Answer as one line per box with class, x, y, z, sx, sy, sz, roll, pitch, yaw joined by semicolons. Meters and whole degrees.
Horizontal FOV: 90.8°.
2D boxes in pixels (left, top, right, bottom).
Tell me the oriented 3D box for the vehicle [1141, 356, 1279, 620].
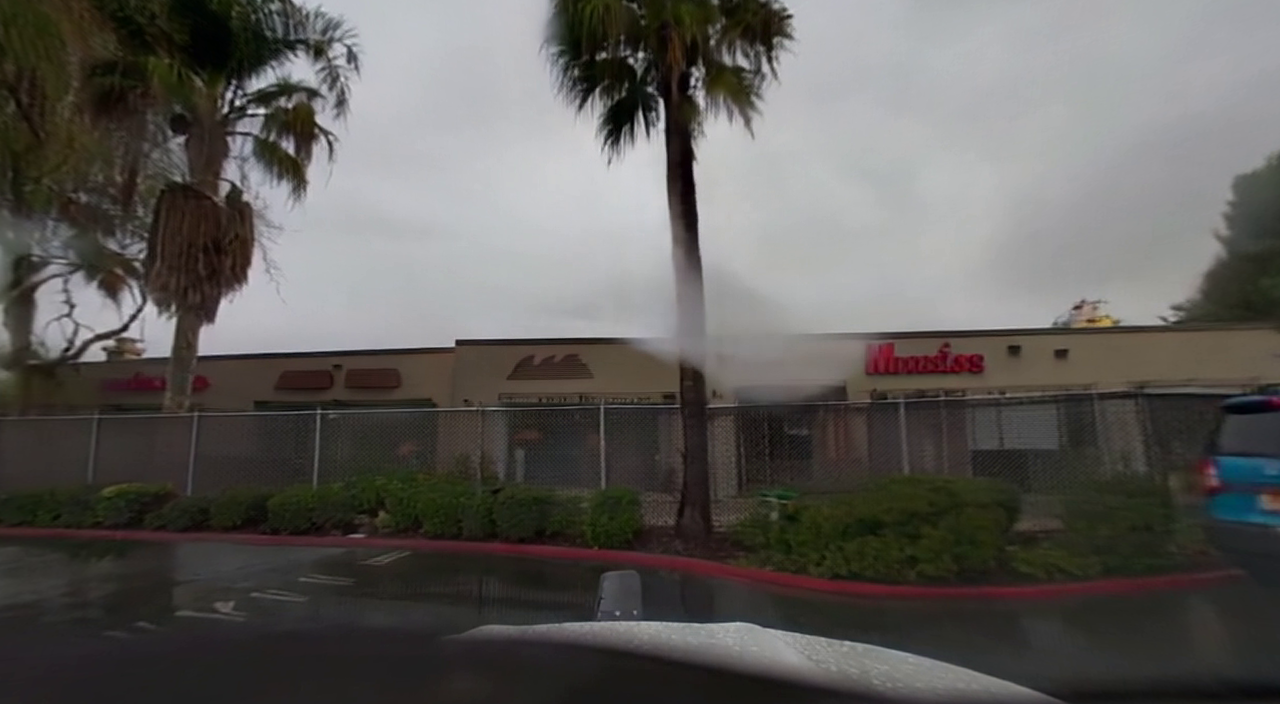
vehicle;6.534;0.952;4.699;4.365;1.791;2.073;1;-7;-15
